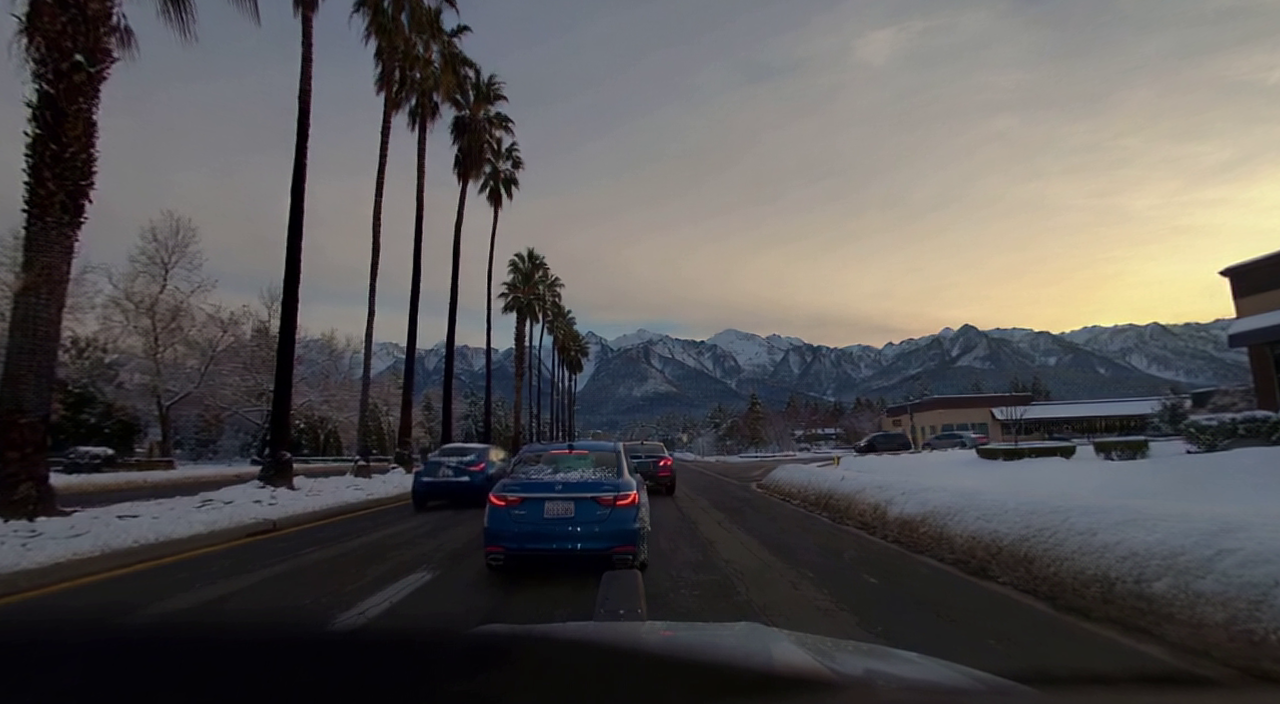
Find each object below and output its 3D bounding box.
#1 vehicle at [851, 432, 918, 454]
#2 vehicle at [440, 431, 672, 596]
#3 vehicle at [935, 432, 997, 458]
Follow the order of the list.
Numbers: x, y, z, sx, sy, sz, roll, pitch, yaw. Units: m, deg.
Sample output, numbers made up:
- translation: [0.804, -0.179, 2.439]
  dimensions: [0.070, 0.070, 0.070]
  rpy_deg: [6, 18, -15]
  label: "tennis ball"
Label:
- translation: [19.214, 7.197, 49.806]
  dimensions: [1.925, 1.652, 4.490]
  rpy_deg: [6, -10, -34]
  label: "vehicle"
- translation: [-0.824, 1.737, 7.680]
  dimensions: [2.067, 1.459, 3.886]
  rpy_deg: [0, -8, -2]
  label: "vehicle"
- translation: [20.665, 5.904, 39.948]
  dimensions: [4.640, 1.526, 1.961]
  rpy_deg: [8, -12, -43]
  label: "vehicle"
